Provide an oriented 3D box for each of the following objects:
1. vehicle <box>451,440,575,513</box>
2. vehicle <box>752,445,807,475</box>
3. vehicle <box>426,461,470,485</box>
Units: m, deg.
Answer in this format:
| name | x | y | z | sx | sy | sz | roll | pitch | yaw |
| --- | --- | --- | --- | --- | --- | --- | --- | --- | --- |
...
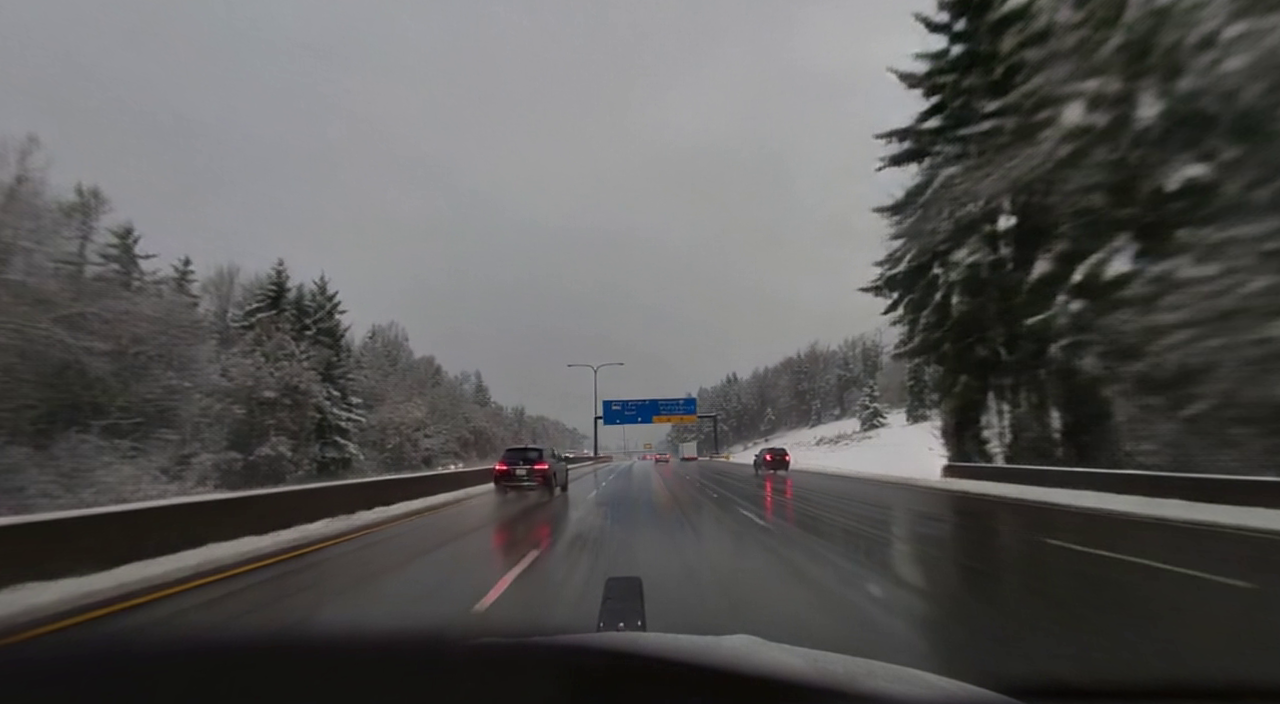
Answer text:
| name | x | y | z | sx | sy | sz | roll | pitch | yaw |
| --- | --- | --- | --- | --- | --- | --- | --- | --- | --- |
| vehicle | -2.994 | 3.043 | 15.938 | 2.191 | 1.563 | 4.318 | 0 | -9 | 1 |
| vehicle | 7.583 | 5.921 | 34.706 | 1.943 | 1.493 | 4.507 | 0 | -9 | -1 |
| vehicle | -11.780 | 7.443 | 38.885 | 1.628 | 1.353 | 3.499 | 0 | -9 | 0 |
